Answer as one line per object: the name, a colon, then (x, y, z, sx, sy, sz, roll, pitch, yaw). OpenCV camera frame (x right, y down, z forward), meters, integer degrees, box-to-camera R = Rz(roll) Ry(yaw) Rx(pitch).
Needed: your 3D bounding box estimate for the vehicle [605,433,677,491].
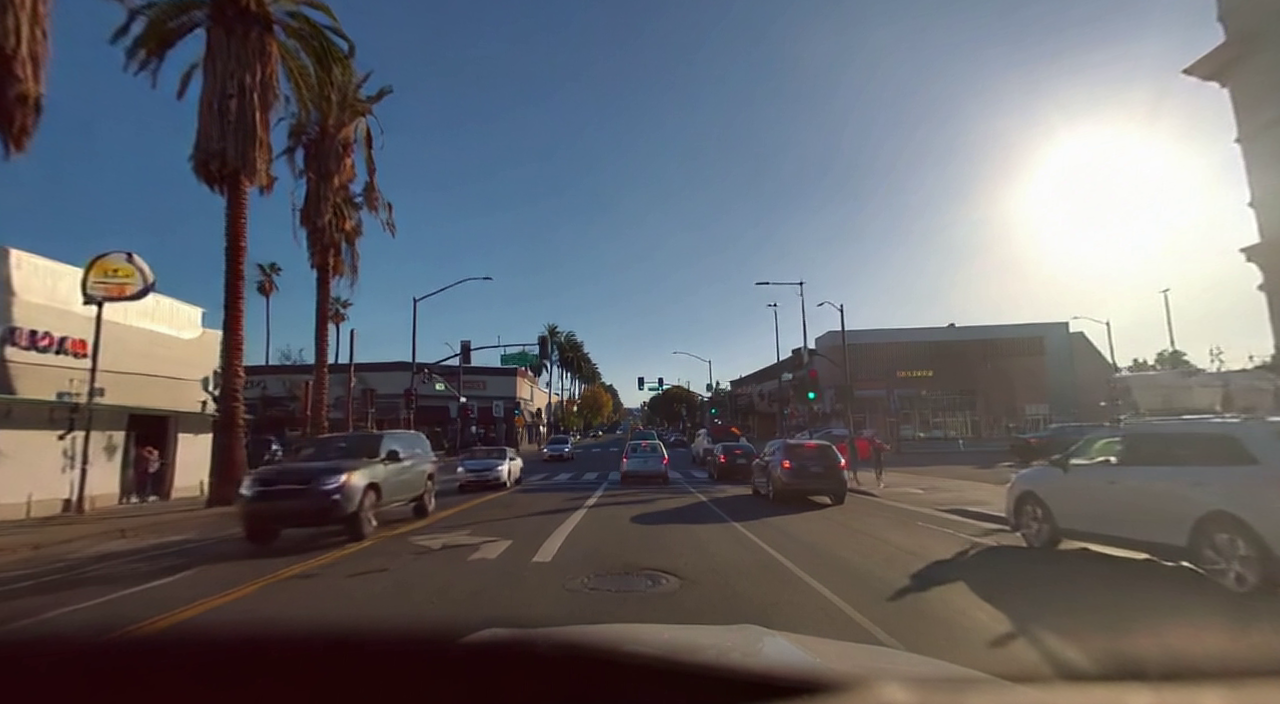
vehicle: (-0.002, 3.825, 22.372, 2.264, 1.798, 4.531, 0, -9, -1)

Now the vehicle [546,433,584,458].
vehicle: (-5.735, 7.279, 49.071, 2.324, 1.808, 4.946, -1, -9, 1)

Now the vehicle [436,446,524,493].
vehicle: (-5.564, 4.108, 22.558, 2.009, 1.461, 4.484, 0, -9, -1)

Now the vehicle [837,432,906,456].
vehicle: (17.046, 6.833, 46.726, 4.304, 1.685, 1.947, 0, -9, 0)

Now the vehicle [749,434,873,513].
vehicle: (4.140, 3.016, 16.148, 2.070, 1.711, 4.480, -1, -9, 3)

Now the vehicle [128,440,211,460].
vehicle: (-35.573, 7.438, 47.840, 4.643, 1.464, 2.125, -1, -9, 5)

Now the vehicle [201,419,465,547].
vehicle: (-4.979, 2.198, 11.343, 2.341, 1.762, 4.865, 0, -9, -1)

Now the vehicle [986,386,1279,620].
vehicle: (6.208, 1.467, 6.735, 1.981, 1.893, 5.238, 0, -9, -1)

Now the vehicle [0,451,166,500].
vehicle: (-19.532, 4.167, 21.740, 1.759, 1.457, 4.727, -7, -11, 37)
